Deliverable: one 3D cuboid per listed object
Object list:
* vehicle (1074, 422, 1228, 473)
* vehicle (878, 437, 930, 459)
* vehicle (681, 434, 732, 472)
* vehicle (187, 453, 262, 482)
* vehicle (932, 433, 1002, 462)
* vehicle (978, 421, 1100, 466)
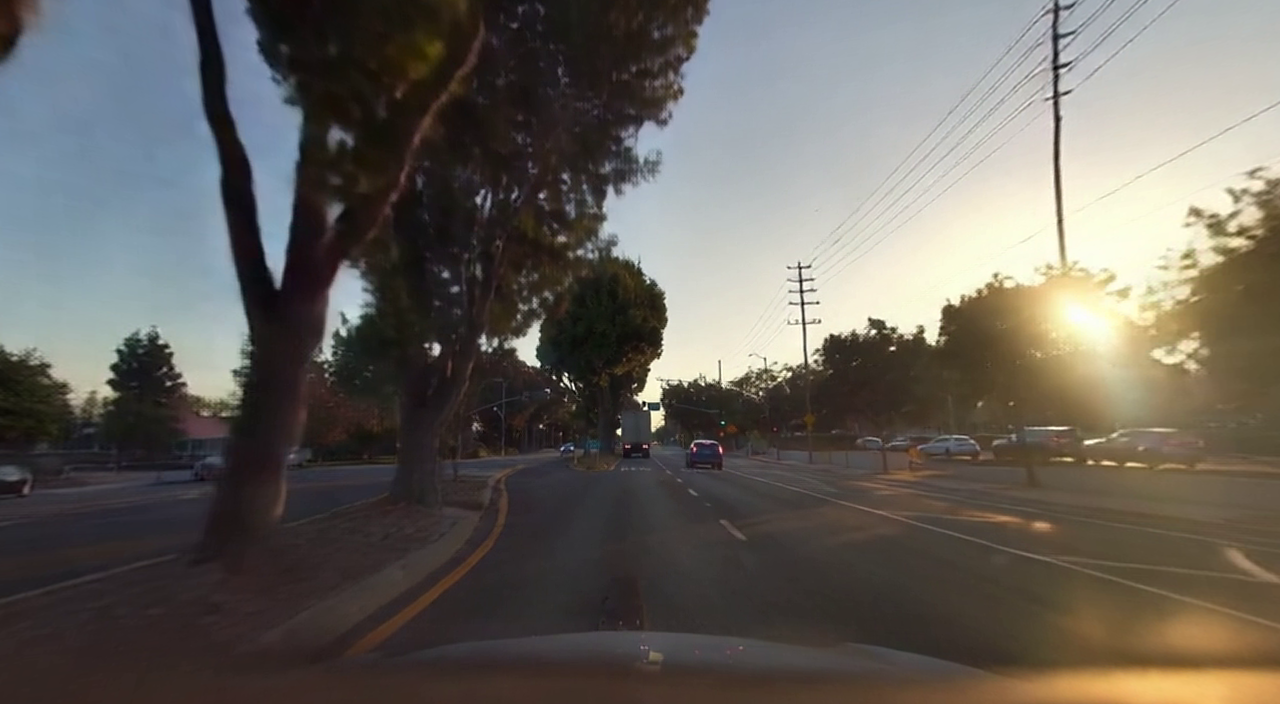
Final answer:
[{"bbox_3d":[20.584,3.881,25.822,1.993,1.854,5.008,0,-8,-1],"label":"vehicle"},{"bbox_3d":[20.406,7.440,49.075,2.010,1.567,4.519,0,-8,-1],"label":"vehicle"},{"bbox_3d":[3.428,5.292,33.280,2.086,1.803,4.607,0,-8,-1],"label":"vehicle"},{"bbox_3d":[-26.236,7.261,40.094,2.188,1.669,4.546,1,-9,-8],"label":"vehicle"},{"bbox_3d":[20.695,6.072,40.192,1.917,1.682,4.575,0,-8,-1],"label":"vehicle"},{"bbox_3d":[20.649,4.802,33.143,2.529,2.086,5.902,0,-9,0],"label":"vehicle"}]
